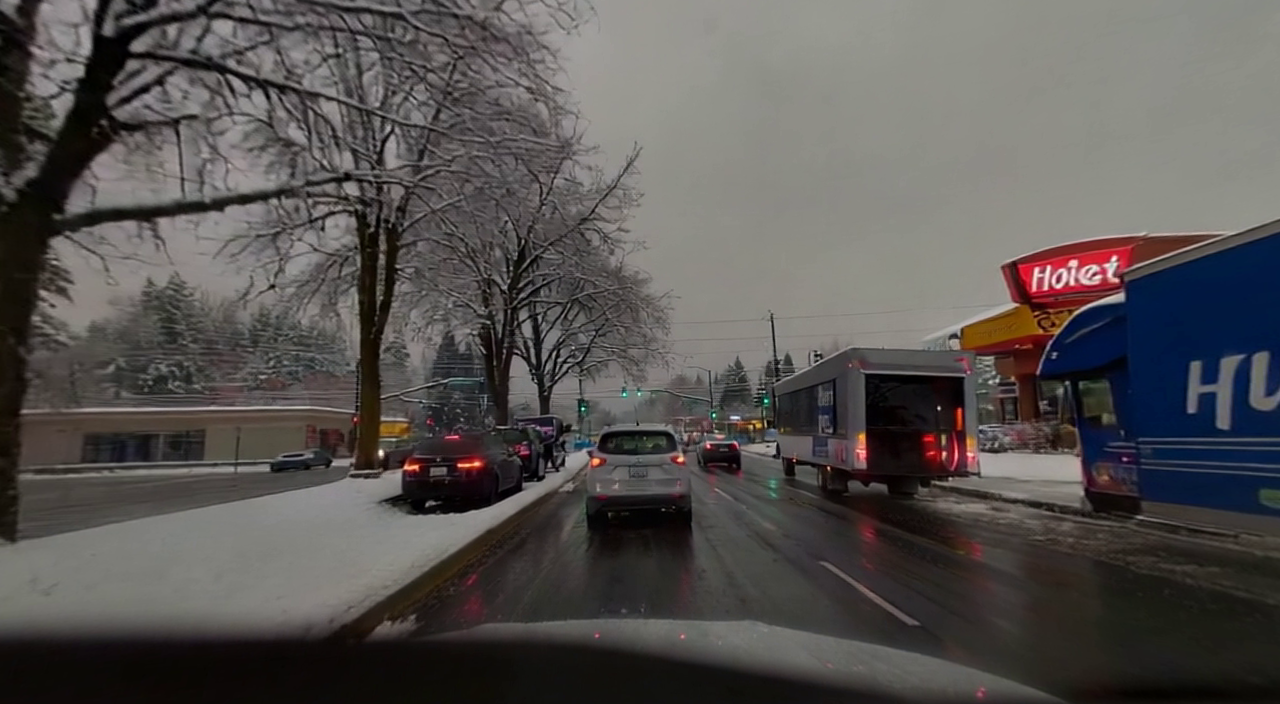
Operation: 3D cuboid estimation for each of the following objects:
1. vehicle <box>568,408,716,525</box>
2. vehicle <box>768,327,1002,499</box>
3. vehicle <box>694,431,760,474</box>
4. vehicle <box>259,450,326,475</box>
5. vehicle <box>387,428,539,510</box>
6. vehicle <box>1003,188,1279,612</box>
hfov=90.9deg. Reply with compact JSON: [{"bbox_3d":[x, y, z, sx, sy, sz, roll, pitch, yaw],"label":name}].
[{"bbox_3d":[0.050,2.000,11.474,2.209,1.718,4.008,0,-8,1],"label":"vehicle"},{"bbox_3d":[6.618,2.113,19.575,2.816,3.804,10.315,-3,-8,-1],"label":"vehicle"},{"bbox_3d":[3.340,3.968,25.142,2.075,1.540,4.411,-1,-8,1],"label":"vehicle"},{"bbox_3d":[-22.789,7.225,41.575,1.824,1.470,4.486,-1,-8,1],"label":"vehicle"},{"bbox_3d":[-3.634,2.488,13.908,2.008,1.500,4.369,0,-8,1],"label":"vehicle"},{"bbox_3d":[6.577,0.344,4.798,2.891,3.361,7.843,0,-8,0],"label":"vehicle"}]
